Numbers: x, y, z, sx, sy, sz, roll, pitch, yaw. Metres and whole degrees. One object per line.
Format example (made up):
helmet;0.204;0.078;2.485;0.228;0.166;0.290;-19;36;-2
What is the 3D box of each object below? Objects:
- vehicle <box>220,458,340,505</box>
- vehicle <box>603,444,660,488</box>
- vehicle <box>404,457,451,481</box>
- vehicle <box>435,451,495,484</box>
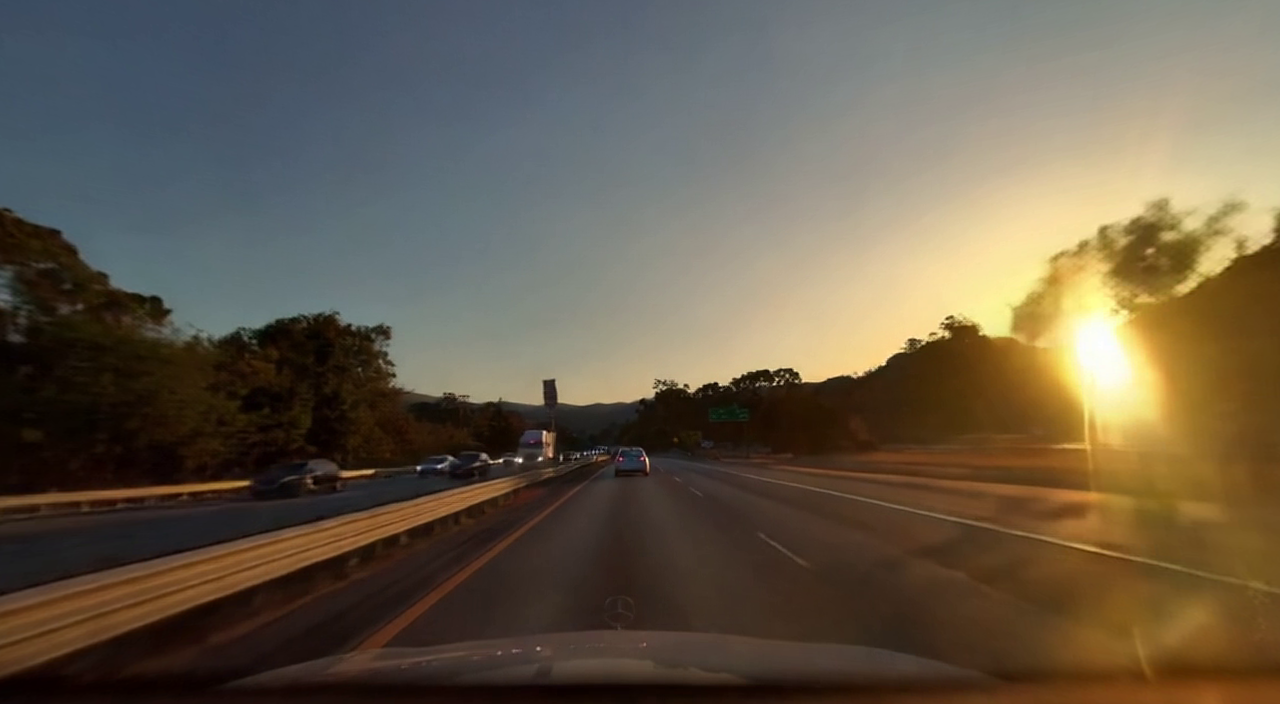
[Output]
vehicle;-13.302;4.788;23.541;1.853;1.500;4.552;0;-9;-1
vehicle;-0.346;4.314;24.013;1.971;1.518;4.108;0;-9;-1
vehicle;-13.763;7.574;40.811;1.822;1.457;3.708;0;-9;-1
vehicle;-8.904;5.904;32.277;1.893;1.519;4.127;0;-9;0
